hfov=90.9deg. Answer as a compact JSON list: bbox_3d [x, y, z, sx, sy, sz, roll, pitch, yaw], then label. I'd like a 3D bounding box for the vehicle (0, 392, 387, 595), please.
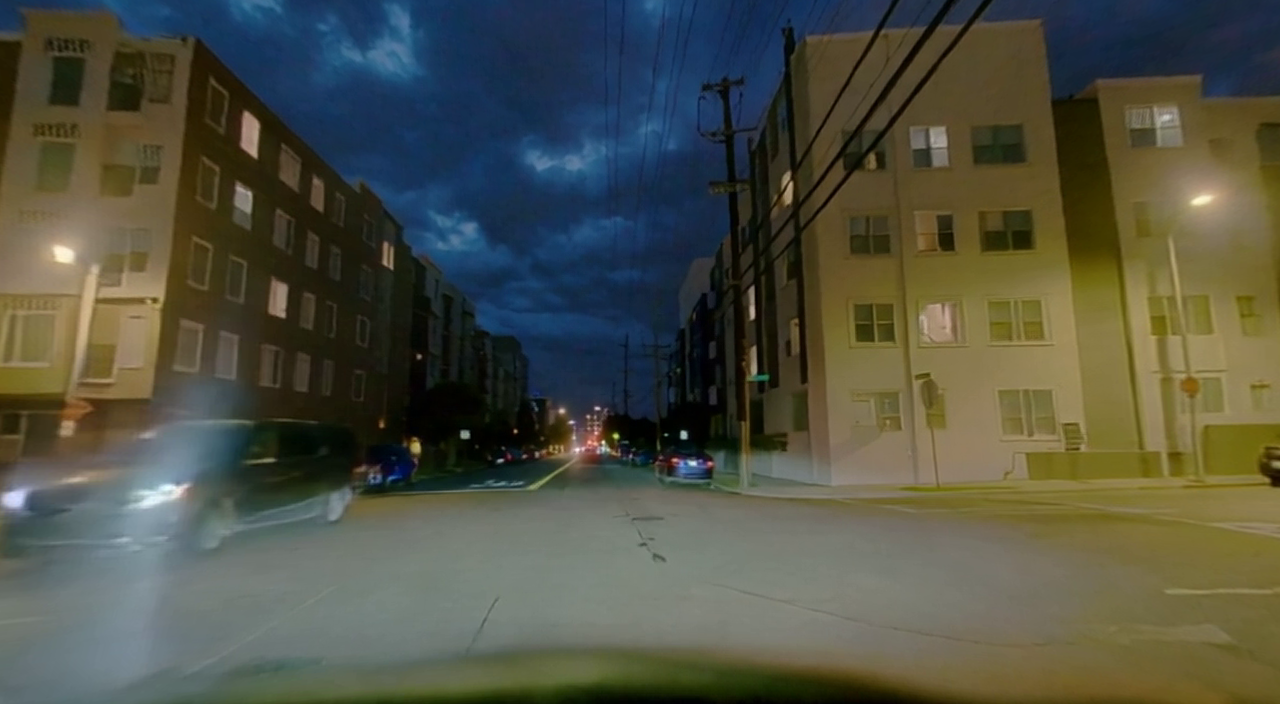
[{"bbox_3d":[-5.183,1.628,8.130,2.201,1.801,4.750,1,-9,-5],"label":"vehicle"}]

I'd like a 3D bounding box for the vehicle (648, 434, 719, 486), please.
[{"bbox_3d":[1.572,4.208,24.798,2.164,1.721,4.416,-3,-9,-3],"label":"vehicle"}]
